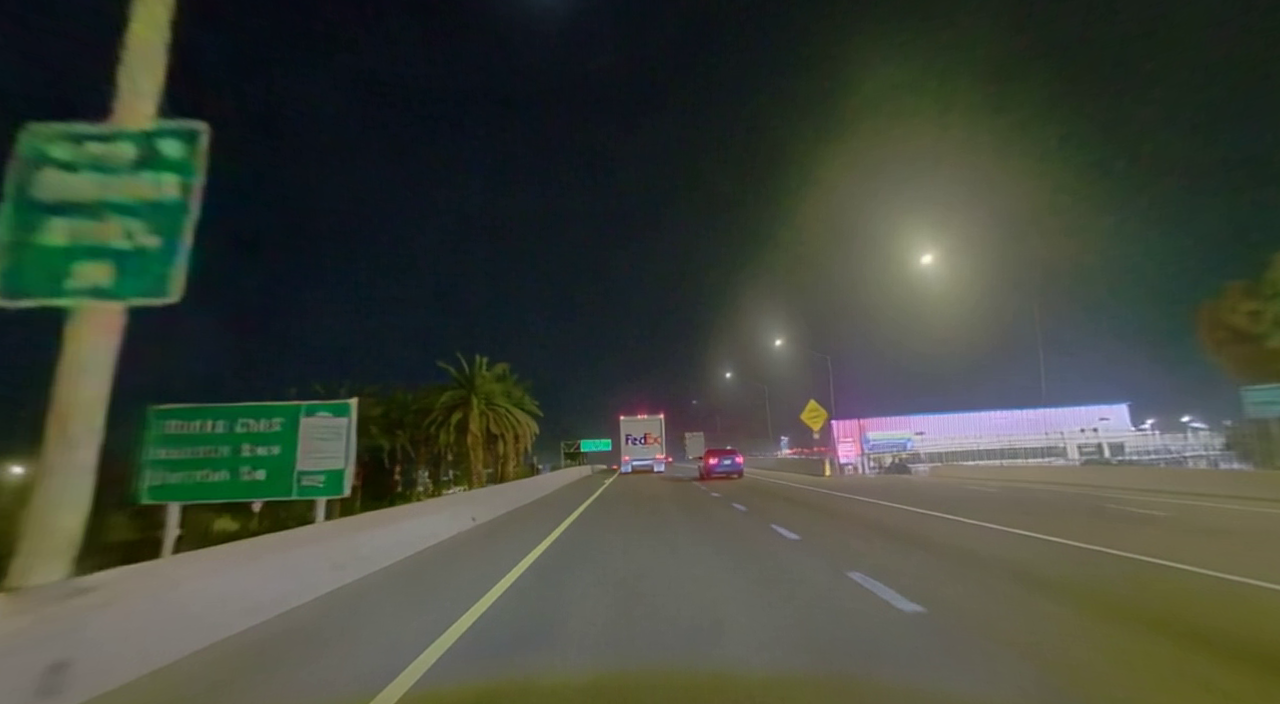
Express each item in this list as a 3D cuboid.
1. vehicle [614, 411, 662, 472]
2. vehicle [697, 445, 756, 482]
[{"bbox_3d":[-0.200,6.971,48.910,3.243,4.134,11.656,0,-9,-1],"label":"vehicle"},{"bbox_3d":[3.834,5.008,28.583,1.966,1.558,4.238,0,-9,-1],"label":"vehicle"}]
